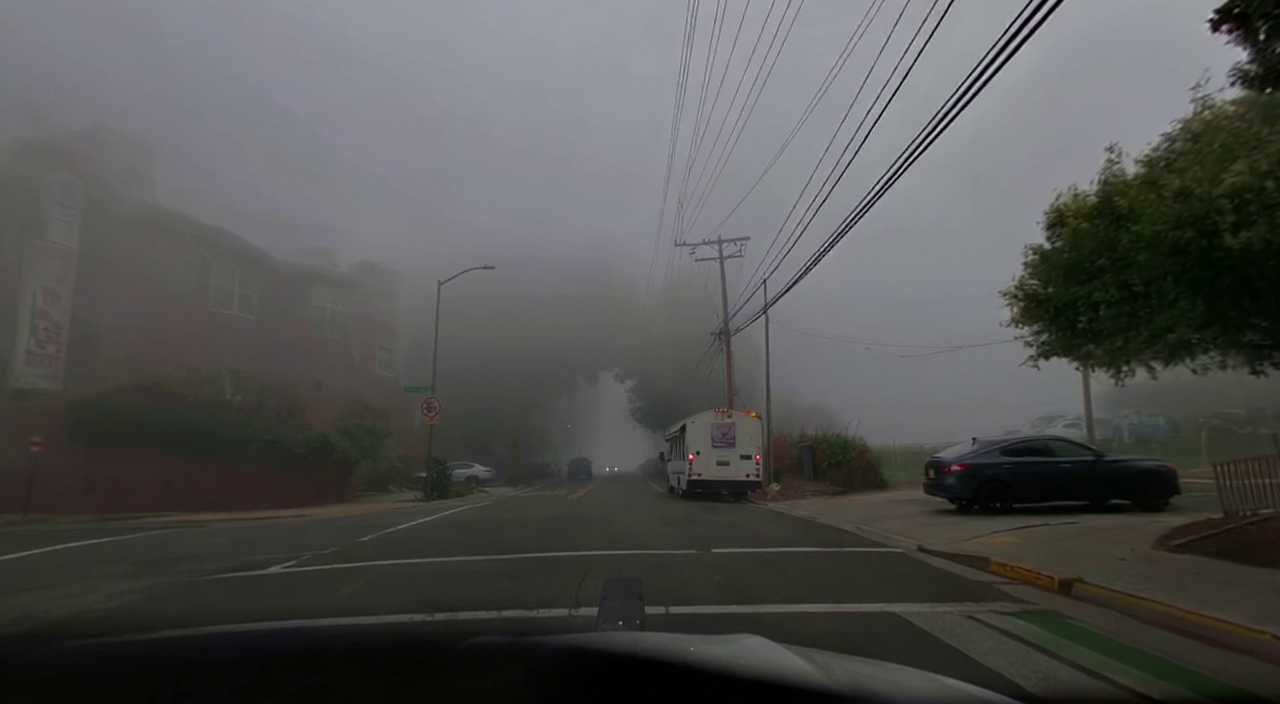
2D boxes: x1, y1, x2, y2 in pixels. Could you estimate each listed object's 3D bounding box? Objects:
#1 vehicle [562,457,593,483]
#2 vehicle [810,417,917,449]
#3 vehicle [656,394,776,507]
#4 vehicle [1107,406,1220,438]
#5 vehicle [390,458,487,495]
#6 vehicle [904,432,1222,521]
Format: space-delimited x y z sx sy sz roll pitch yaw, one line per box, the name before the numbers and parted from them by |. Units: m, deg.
vehicle | -4.672 8.830 47.491 1.952 1.708 4.096 0 -8 -1
vehicle | 10.579 3.864 30.045 4.396 1.459 1.749 0 -8 -3
vehicle | 2.362 3.495 22.740 2.886 3.321 7.809 0 -8 -3
vehicle | 27.824 3.736 33.669 4.413 1.608 1.858 0 -8 -3
vehicle | -11.504 7.050 36.114 5.093 1.855 2.338 3 -9 -21
vehicle | 7.992 2.340 12.235 4.857 1.525 1.976 1 -8 -6
